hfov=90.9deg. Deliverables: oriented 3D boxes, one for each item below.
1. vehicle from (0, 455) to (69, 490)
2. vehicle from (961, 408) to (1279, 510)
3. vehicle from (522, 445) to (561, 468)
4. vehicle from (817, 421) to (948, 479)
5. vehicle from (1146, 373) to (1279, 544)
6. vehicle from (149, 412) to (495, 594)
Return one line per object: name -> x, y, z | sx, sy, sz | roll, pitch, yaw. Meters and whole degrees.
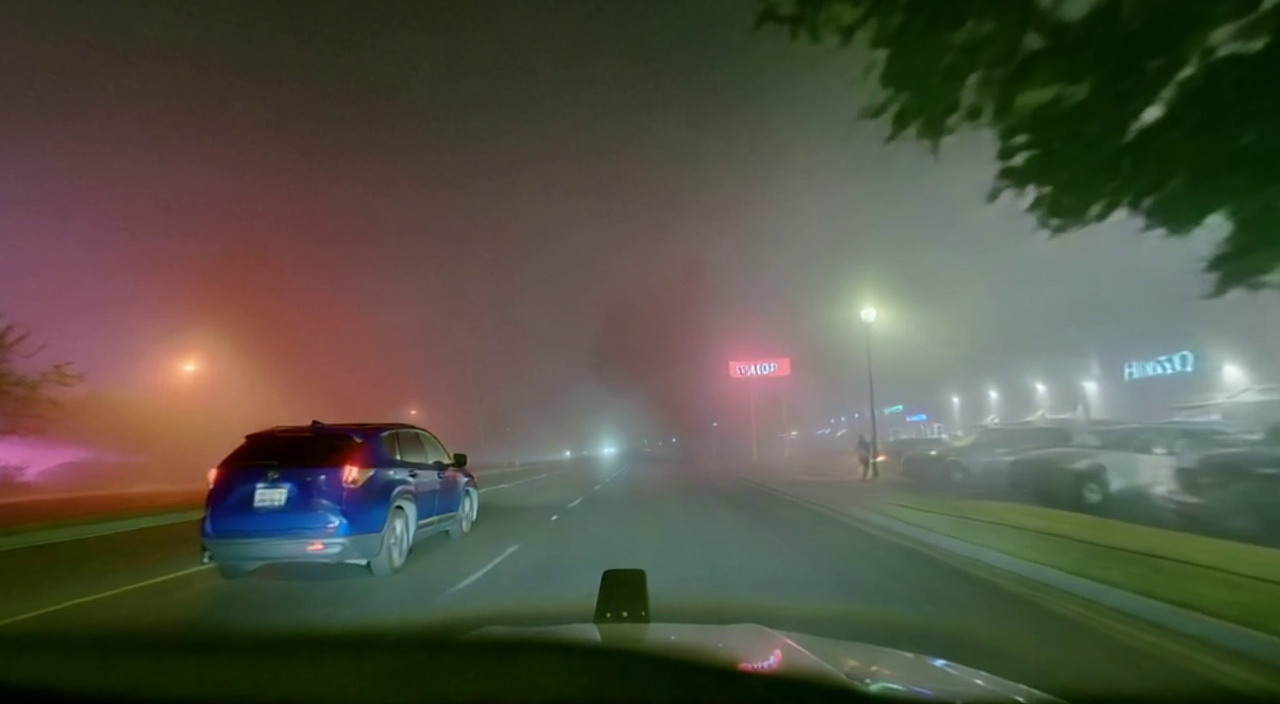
vehicle -> -35.384, 6.709, 35.167 | 4.807, 1.798, 2.191 | 0, -8, 1
vehicle -> 9.346, 2.050, 12.286 | 4.885, 1.770, 2.267 | 0, -8, 1
vehicle -> -6.914, 7.374, 44.654 | 1.990, 1.483, 4.410 | 0, -8, 1
vehicle -> 9.114, 3.643, 23.560 | 4.985, 1.918, 2.248 | 7, -11, -38
vehicle -> 9.358, 1.255, 7.508 | 4.747, 1.861, 2.505 | 2, -9, -10
vehicle -> -3.406, 1.688, 7.922 | 2.127, 1.654, 4.121 | 0, -8, 1
